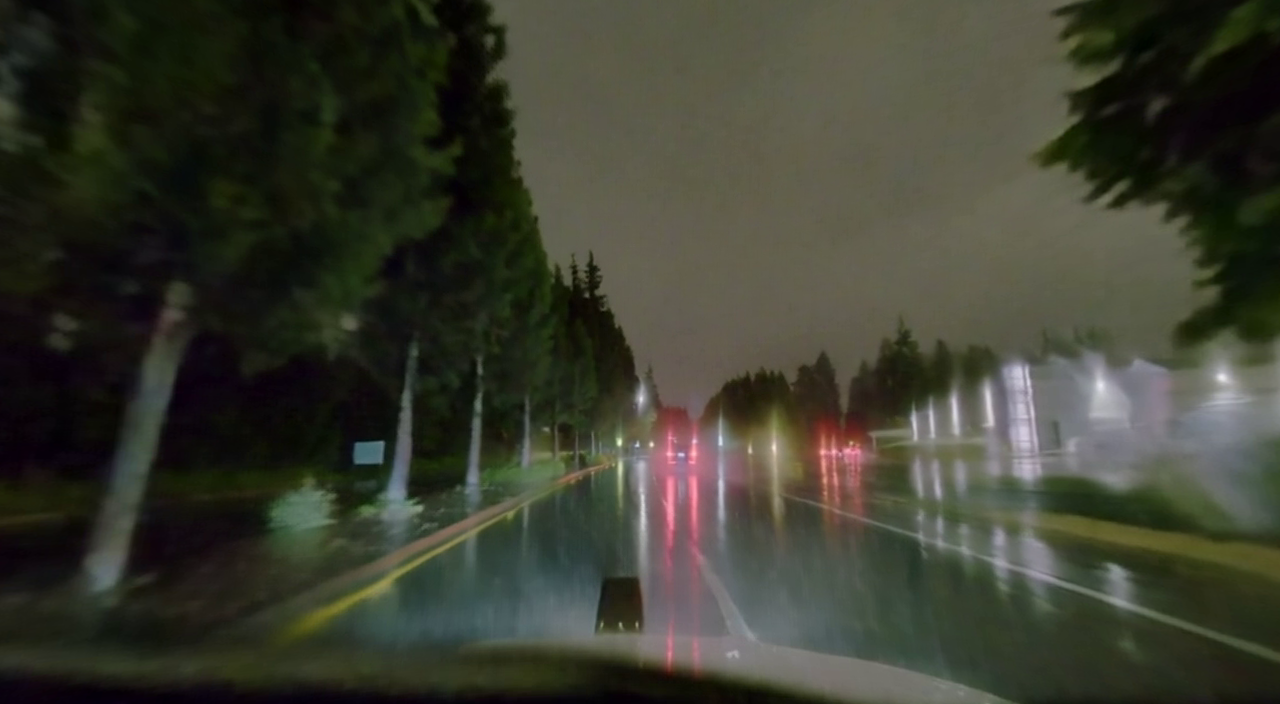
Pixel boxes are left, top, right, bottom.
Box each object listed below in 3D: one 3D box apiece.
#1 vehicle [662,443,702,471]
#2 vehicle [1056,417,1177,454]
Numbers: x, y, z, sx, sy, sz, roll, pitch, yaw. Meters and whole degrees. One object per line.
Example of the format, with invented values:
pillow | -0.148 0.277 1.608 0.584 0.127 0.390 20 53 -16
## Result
vehicle | 2.431 6.183 37.372 2.044 1.537 4.528 0 -8 0
vehicle | 28.180 4.973 37.349 5.465 2.116 2.004 0 -8 0
